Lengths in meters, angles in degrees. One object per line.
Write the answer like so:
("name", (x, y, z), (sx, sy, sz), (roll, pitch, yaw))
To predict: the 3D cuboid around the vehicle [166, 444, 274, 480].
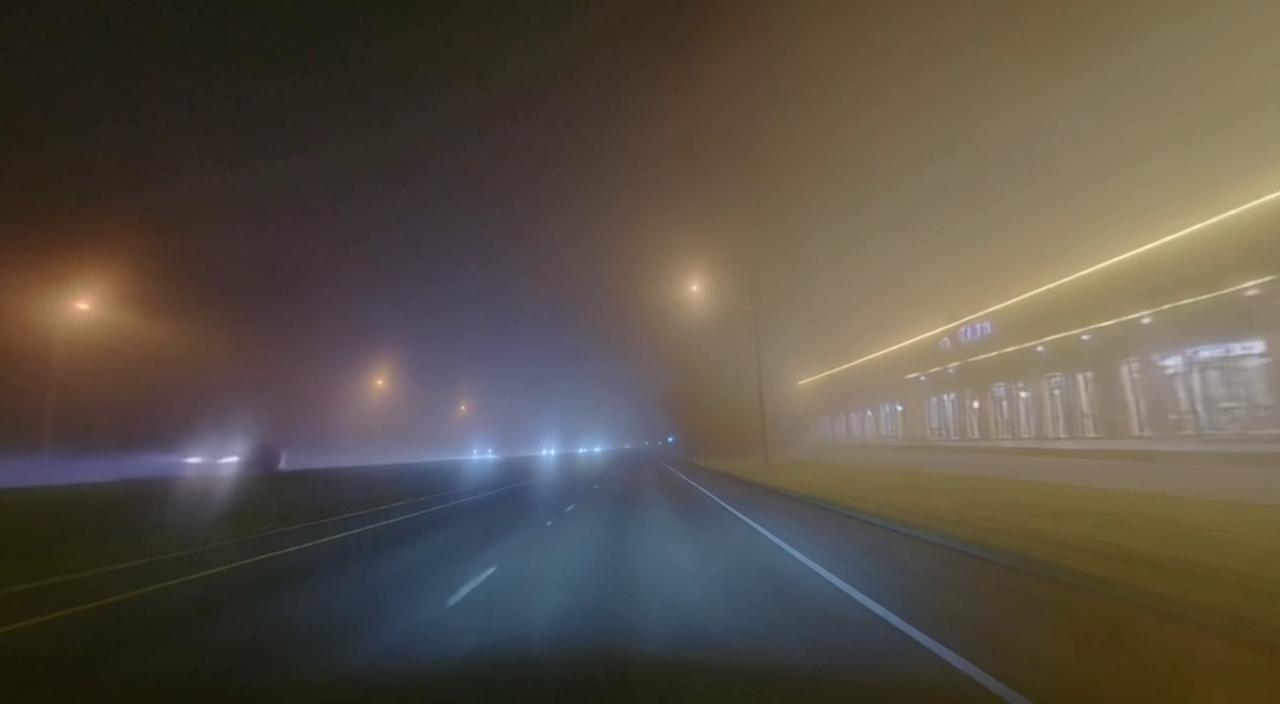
("vehicle", (-20.638, 5.399, 31.230), (1.966, 1.595, 4.802), (-1, -9, 1))
